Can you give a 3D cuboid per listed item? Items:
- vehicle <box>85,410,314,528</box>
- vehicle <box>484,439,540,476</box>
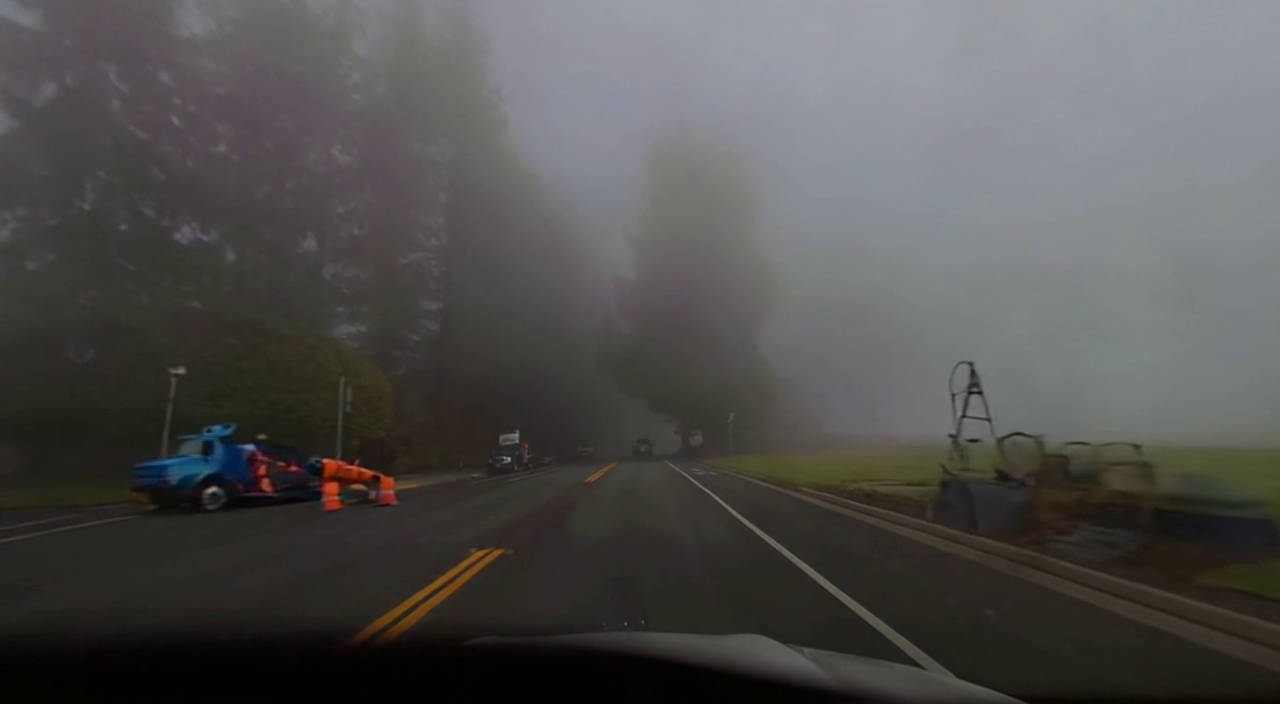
[{"bbox_3d":[-10.790,2.865,15.889,4.120,2.628,2.064,3,-9,-19],"label":"vehicle"},{"bbox_3d":[-8.069,6.680,40.438,2.422,1.855,6.165,-4,-7,-2],"label":"vehicle"}]
